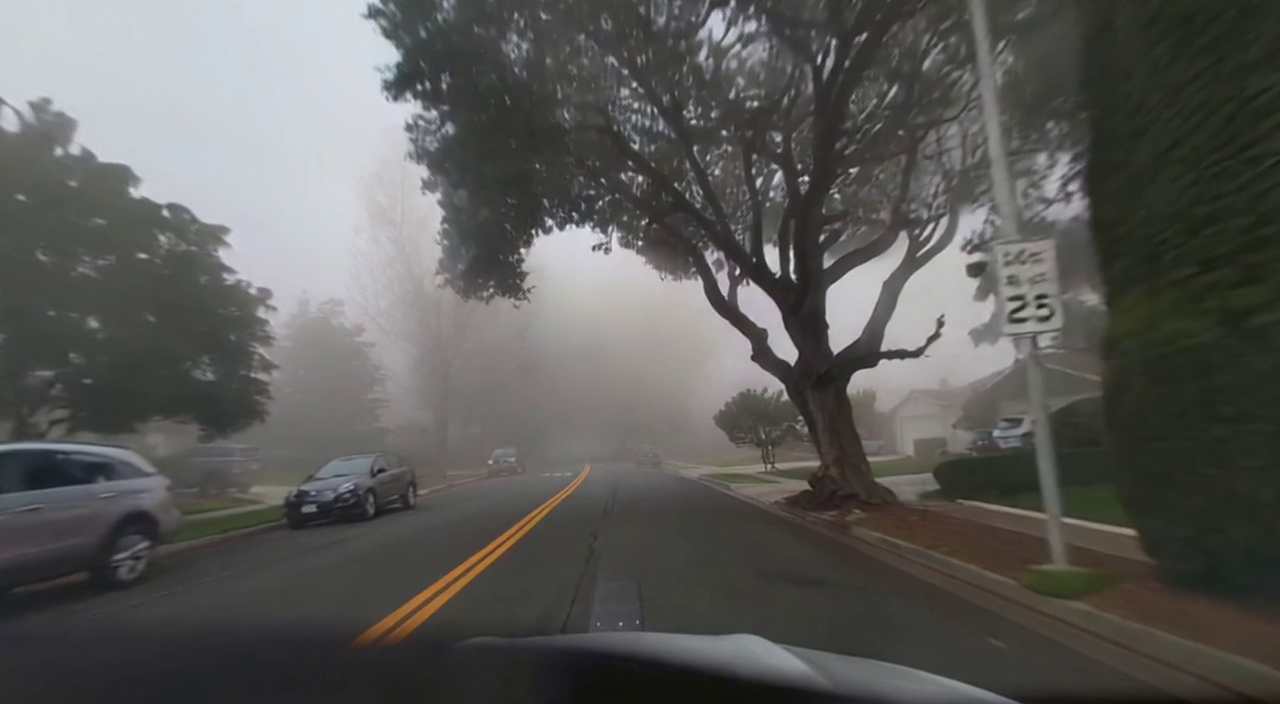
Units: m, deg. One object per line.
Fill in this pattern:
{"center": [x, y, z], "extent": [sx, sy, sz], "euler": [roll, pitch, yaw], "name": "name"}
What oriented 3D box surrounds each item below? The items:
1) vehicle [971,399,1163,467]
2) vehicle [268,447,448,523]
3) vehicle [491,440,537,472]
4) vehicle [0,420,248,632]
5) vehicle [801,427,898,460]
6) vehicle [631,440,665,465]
{"center": [12.932, 2.511, 19.376], "extent": [4.392, 1.944, 1.917], "euler": [0, -9, -1], "name": "vehicle"}
{"center": [-6.478, 3.111, 15.393], "extent": [2.004, 1.400, 5.505], "euler": [-2, -9, -2], "name": "vehicle"}
{"center": [-7.797, 6.545, 39.616], "extent": [2.102, 1.801, 5.574], "euler": [-1, -9, -4], "name": "vehicle"}
{"center": [-6.446, 1.697, 6.349], "extent": [2.051, 1.761, 4.698], "euler": [-3, -10, -1], "name": "vehicle"}
{"center": [12.255, 5.399, 37.236], "extent": [4.938, 1.830, 2.024], "euler": [0, -9, -2], "name": "vehicle"}
{"center": [0.543, 7.149, 45.119], "extent": [2.007, 1.702, 4.430], "euler": [0, -8, -5], "name": "vehicle"}
